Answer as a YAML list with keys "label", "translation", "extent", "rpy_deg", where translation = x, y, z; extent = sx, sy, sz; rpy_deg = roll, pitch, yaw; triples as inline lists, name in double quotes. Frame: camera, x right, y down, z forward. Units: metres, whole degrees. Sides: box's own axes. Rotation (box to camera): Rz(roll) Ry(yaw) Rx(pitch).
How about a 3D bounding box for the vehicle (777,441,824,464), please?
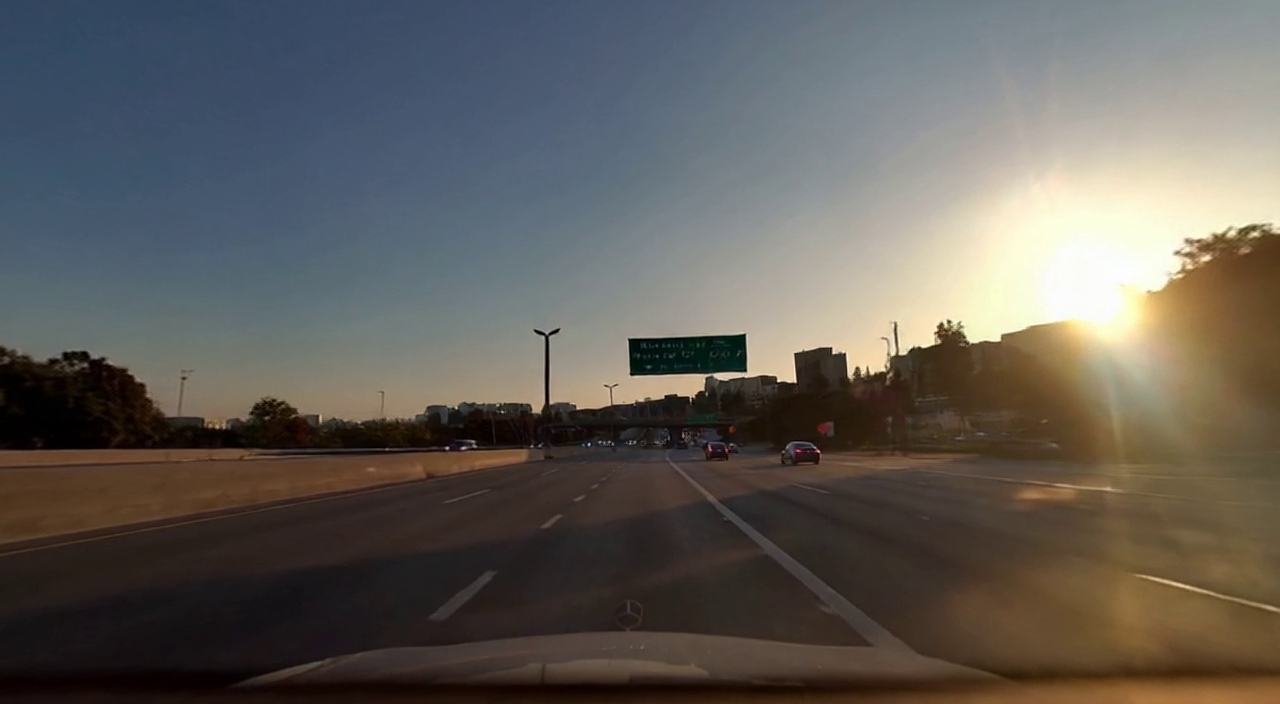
- label: "vehicle"
  translation: [10.920, 6.873, 43.260]
  extent: [2.000, 1.514, 4.585]
  rpy_deg: [0, -9, 0]
